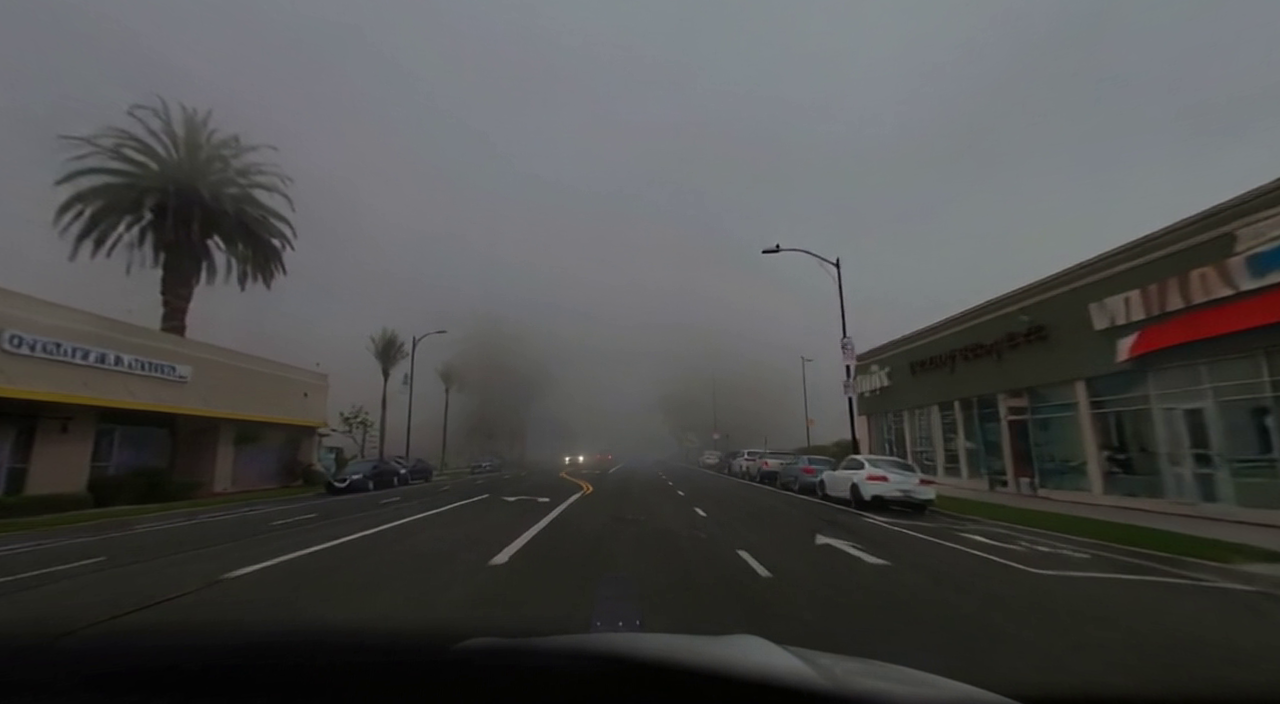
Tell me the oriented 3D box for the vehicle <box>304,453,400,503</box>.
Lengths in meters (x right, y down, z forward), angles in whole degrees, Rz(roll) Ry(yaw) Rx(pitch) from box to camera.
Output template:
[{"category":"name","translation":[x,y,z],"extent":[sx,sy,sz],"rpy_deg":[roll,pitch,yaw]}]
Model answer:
[{"category":"vehicle","translation":[-12.890,5.618,28.692],"extent":[1.975,1.570,5.265],"rpy_deg":[-8,-7,-3]}]

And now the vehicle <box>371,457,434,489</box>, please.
[{"category":"vehicle","translation":[-12.862,6.572,34.573],"extent":[1.838,1.515,4.432],"rpy_deg":[0,-8,-2]}]

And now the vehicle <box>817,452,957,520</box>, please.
[{"category":"vehicle","translation":[6.458,3.515,17.191],"extent":[1.840,1.503,4.760],"rpy_deg":[0,-8,-1]}]
